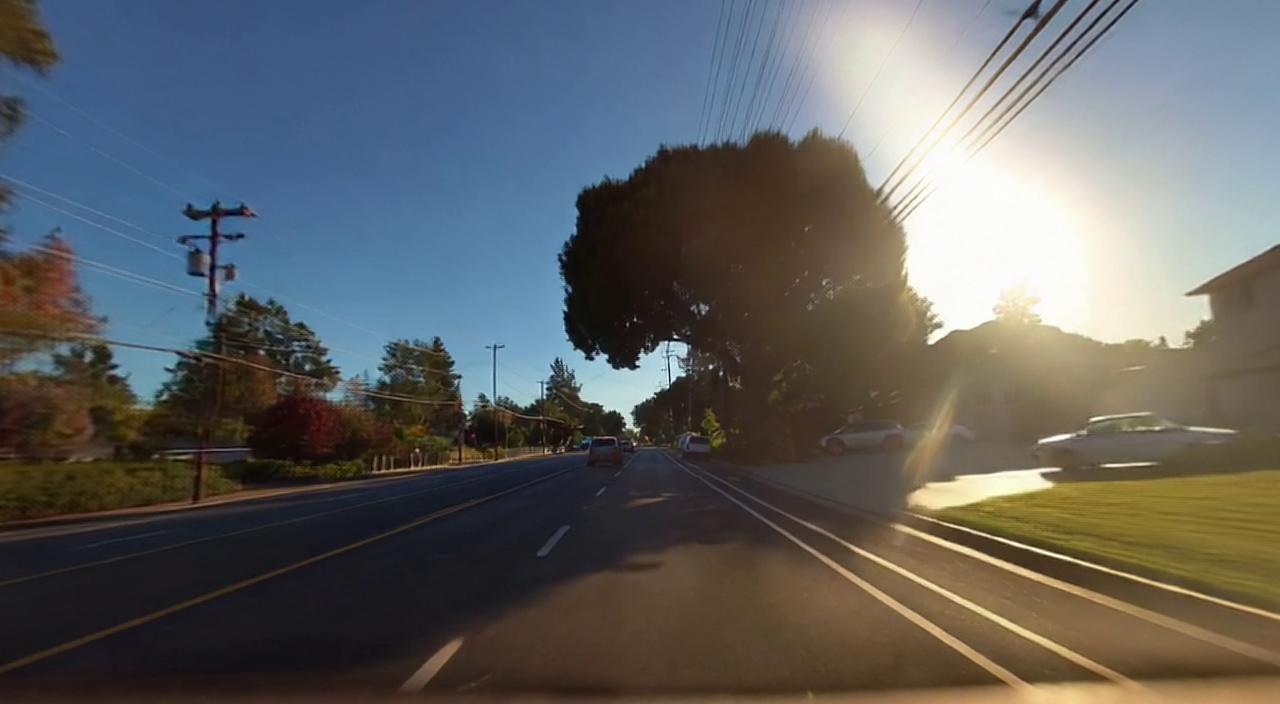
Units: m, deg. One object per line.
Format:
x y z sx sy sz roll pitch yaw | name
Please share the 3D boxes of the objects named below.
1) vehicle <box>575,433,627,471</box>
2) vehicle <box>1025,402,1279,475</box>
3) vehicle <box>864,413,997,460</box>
-1.971 5.320 33.817 2.327 1.861 4.941 0 -9 2 | vehicle
11.844 2.046 14.636 2.212 1.404 4.283 2 -10 -33 | vehicle
12.497 3.683 27.317 4.719 1.553 1.889 -5 -8 0 | vehicle
